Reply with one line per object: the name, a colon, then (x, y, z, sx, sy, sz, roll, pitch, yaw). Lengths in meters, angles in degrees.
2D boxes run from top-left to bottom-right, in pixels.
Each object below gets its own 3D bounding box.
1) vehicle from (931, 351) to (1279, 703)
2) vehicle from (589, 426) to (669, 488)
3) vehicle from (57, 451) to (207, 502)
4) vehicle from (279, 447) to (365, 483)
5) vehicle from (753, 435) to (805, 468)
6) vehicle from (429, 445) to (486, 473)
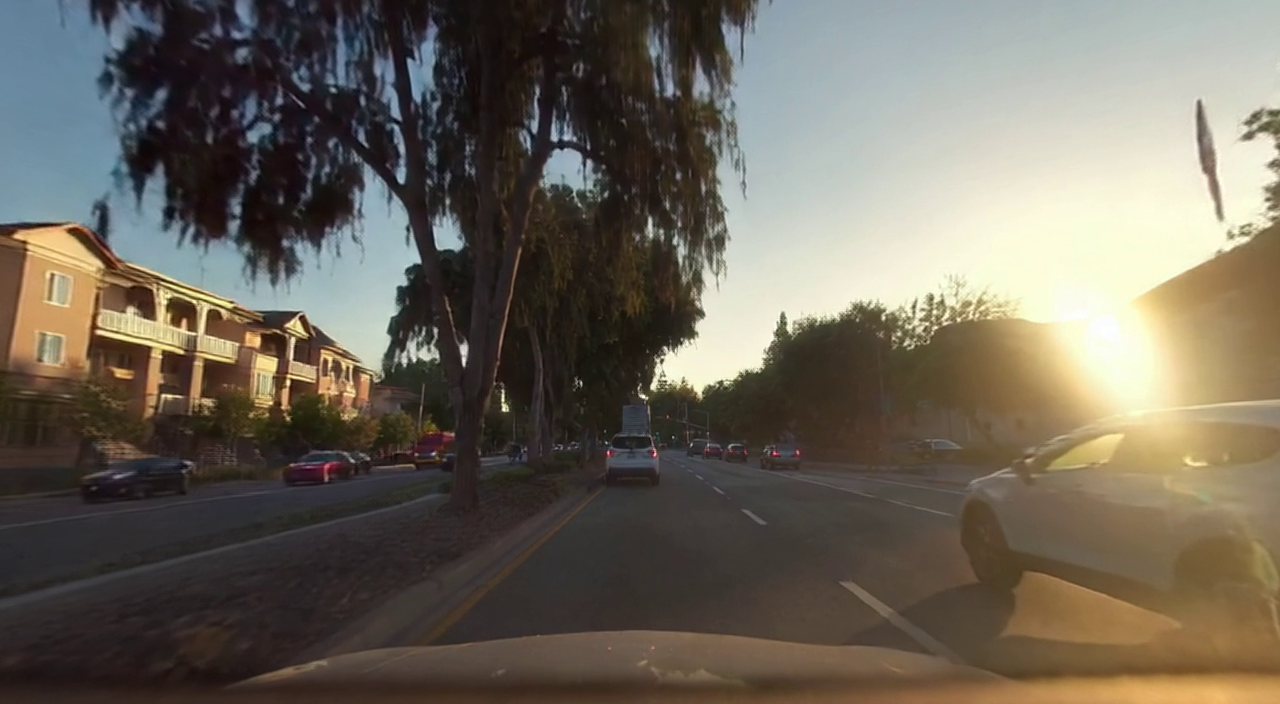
vehicle: (3.879, 1.014, 3.871, 2.100, 1.689, 4.501, 0, -8, 1)
vehicle: (-0.324, 3.426, 20.826, 2.332, 1.798, 4.546, 0, -8, 0)
vehicle: (-20.339, 4.965, 25.577, 2.001, 1.788, 4.776, 0, -8, 1)
vehicle: (-16.388, 5.803, 32.823, 1.972, 1.723, 4.608, 0, -8, 1)
vehicle: (7.722, 5.599, 35.455, 1.971, 1.722, 4.341, 0, -8, 0)
vehicle: (-10.317, 6.035, 35.959, 1.907, 1.471, 4.410, 0, -8, 1)
